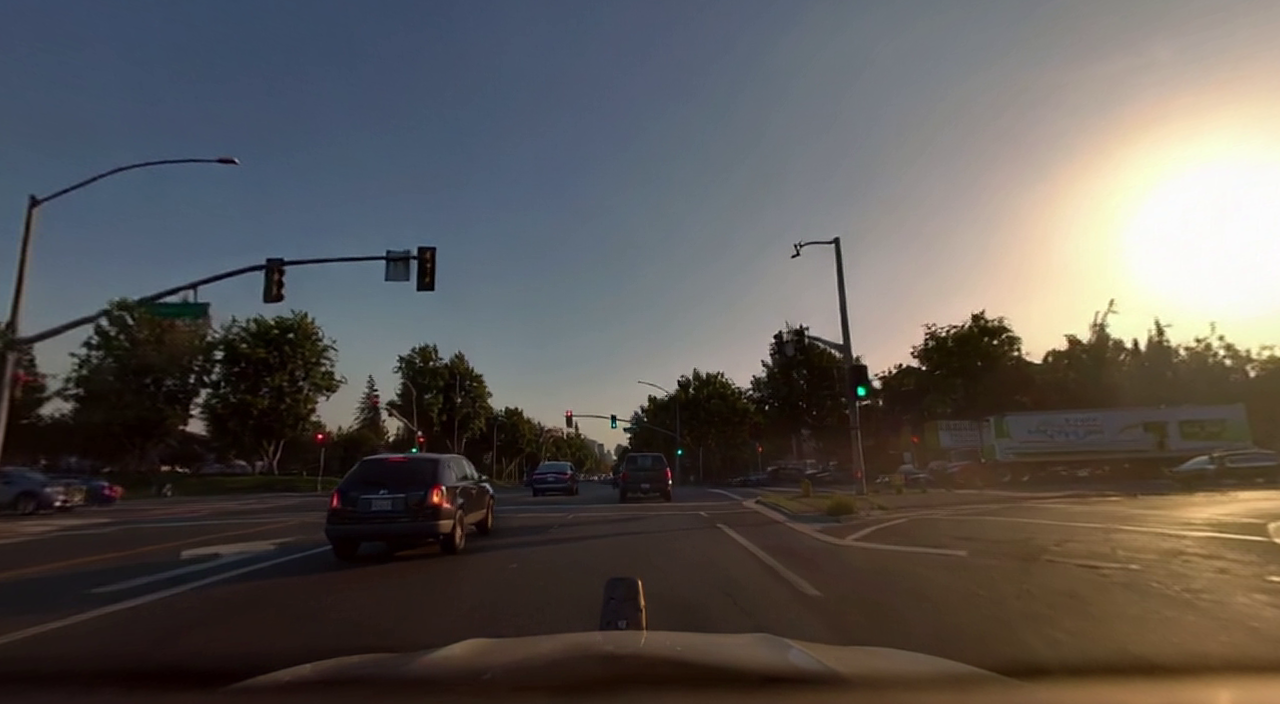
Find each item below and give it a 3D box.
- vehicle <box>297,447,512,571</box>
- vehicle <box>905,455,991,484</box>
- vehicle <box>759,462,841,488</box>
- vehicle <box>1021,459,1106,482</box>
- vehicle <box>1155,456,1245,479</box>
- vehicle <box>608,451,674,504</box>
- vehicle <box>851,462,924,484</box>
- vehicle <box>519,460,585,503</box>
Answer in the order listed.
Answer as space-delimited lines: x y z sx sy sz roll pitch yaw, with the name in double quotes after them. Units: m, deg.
-3.319 2.242 9.724 1.960 1.528 3.490 0 -8 -1 "vehicle"
20.804 7.950 42.688 4.585 1.681 2.140 -2 -10 0 "vehicle"
10.716 8.287 42.447 4.875 1.473 2.077 -2 -12 -2 "vehicle"
28.745 8.039 42.866 4.365 1.448 1.928 0 -9 0 "vehicle"
37.893 7.792 42.709 4.525 1.468 1.839 1 -9 -5 "vehicle"
0.058 4.461 22.770 2.163 1.678 3.846 0 -8 1 "vehicle"
18.202 8.924 46.430 4.478 1.495 2.063 0 -9 -1 "vehicle"
-3.428 5.162 25.517 2.013 1.474 4.393 0 -8 0 "vehicle"
